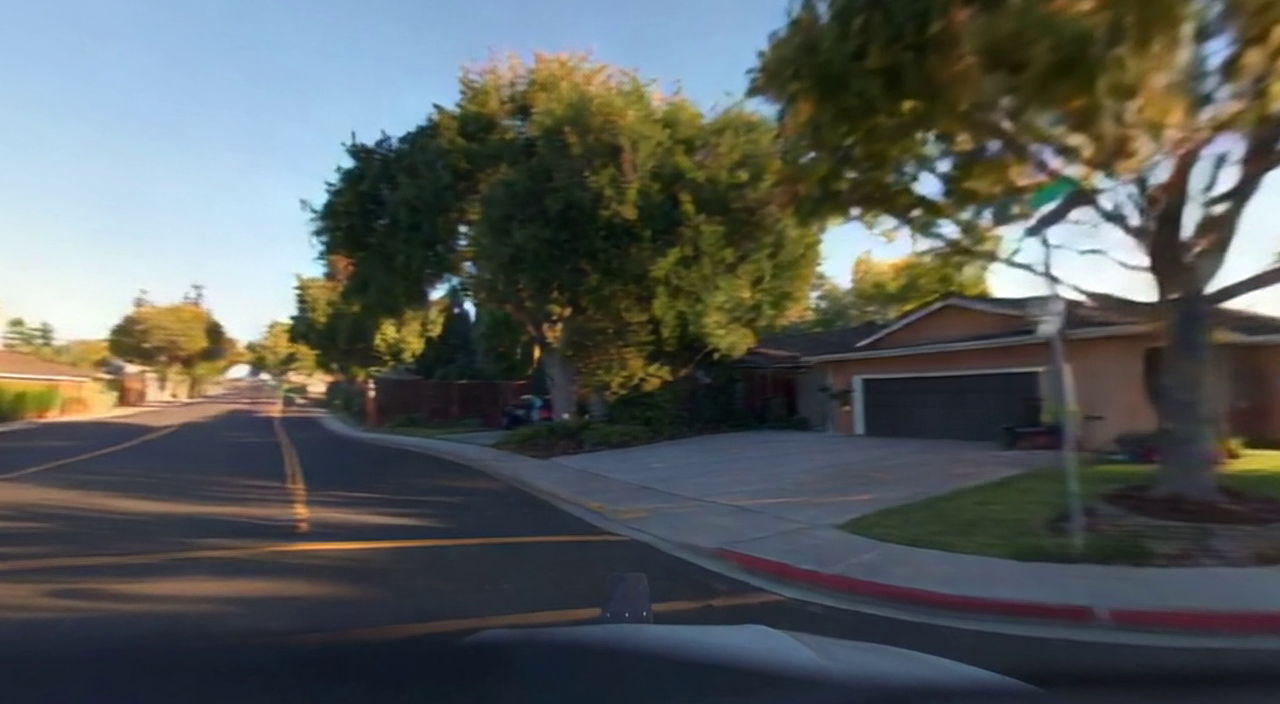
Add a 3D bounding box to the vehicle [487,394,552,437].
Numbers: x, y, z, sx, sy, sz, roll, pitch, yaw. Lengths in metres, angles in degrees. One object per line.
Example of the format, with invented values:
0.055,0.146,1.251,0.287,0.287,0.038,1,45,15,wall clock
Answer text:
-4.830,2.577,24.833,1.860,1.477,4.629,3,-9,-18,vehicle
